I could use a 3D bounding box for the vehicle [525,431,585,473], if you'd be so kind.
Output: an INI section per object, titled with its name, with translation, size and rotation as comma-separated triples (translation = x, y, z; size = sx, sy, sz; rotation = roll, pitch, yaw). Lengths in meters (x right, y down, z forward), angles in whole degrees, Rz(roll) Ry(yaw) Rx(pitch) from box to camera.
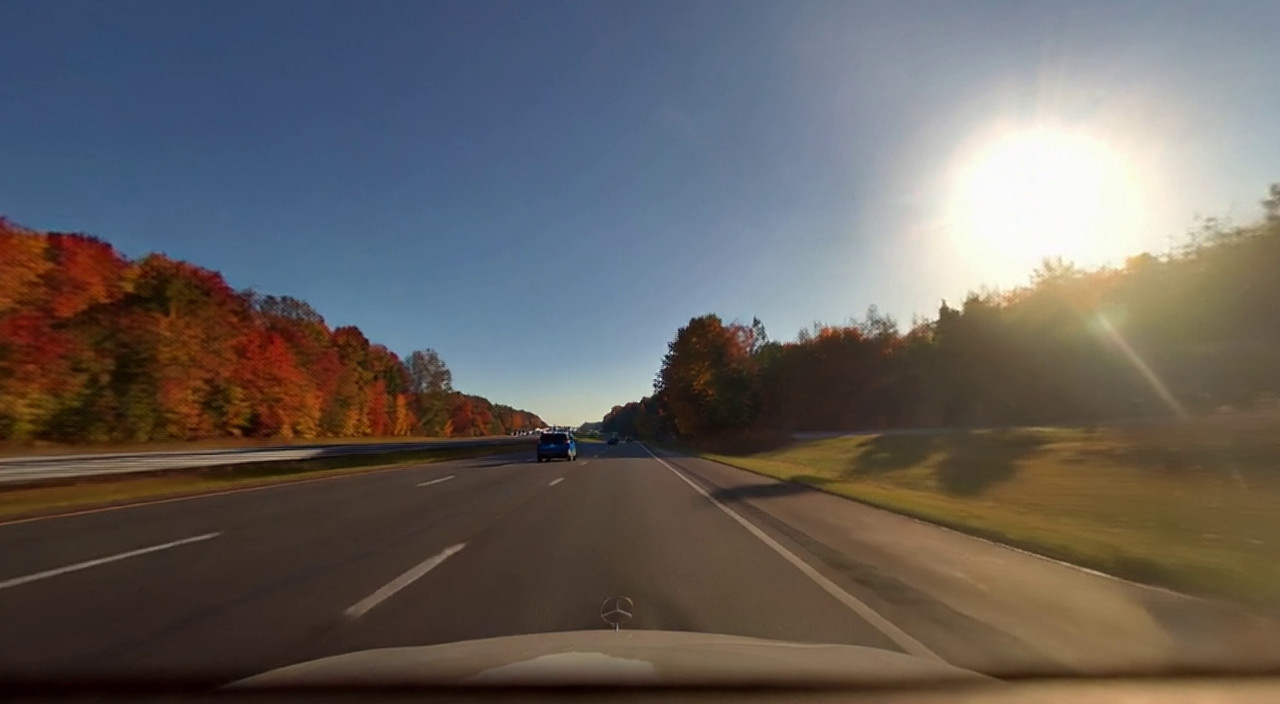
[vehicle]
translation = -3.594, 4.304, 27.385
size = 2.057, 1.666, 4.552
rotation = 0, -8, -1
